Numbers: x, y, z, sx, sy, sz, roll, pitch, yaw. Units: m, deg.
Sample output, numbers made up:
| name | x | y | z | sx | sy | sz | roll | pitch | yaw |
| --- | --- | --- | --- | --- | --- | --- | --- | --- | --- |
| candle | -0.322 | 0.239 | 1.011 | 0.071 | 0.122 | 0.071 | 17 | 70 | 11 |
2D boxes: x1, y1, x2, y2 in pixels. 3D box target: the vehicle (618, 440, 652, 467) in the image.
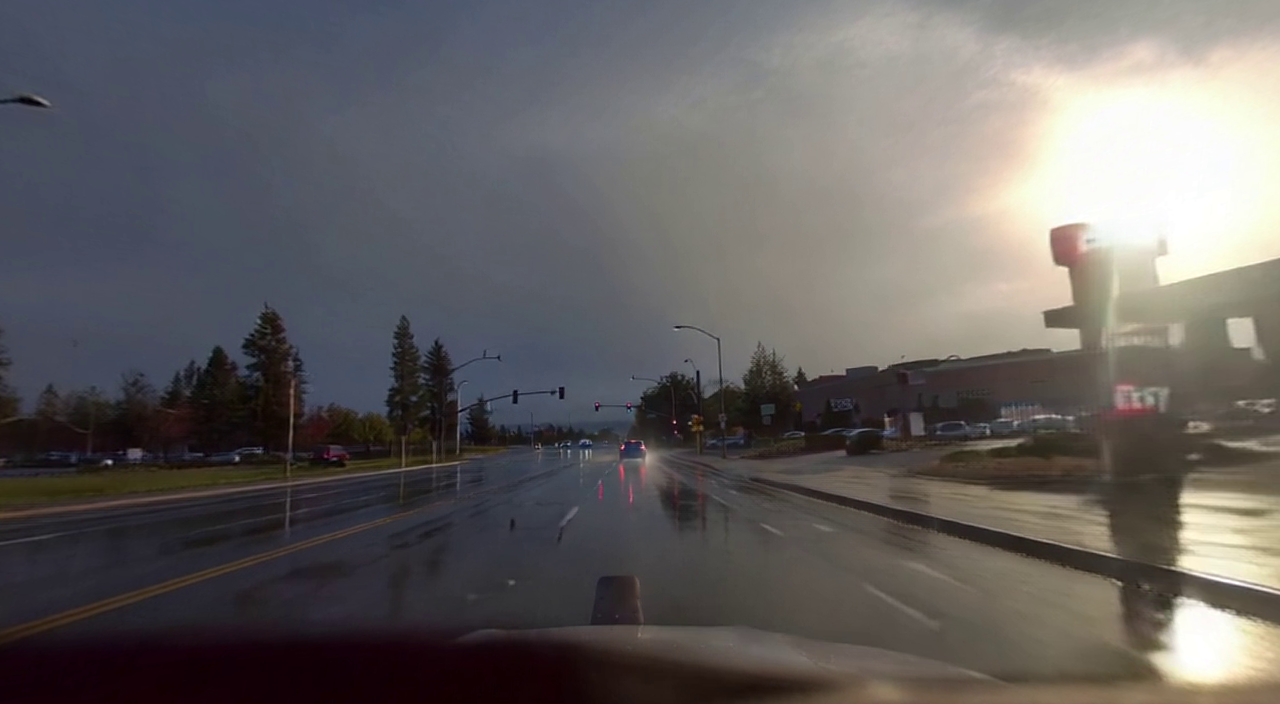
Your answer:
| name | x | y | z | sx | sy | sz | roll | pitch | yaw |
| --- | --- | --- | --- | --- | --- | --- | --- | --- | --- |
| vehicle | -0.343 | 6.497 | 40.535 | 2.024 | 1.628 | 4.774 | 0 | -8 | -1 |
